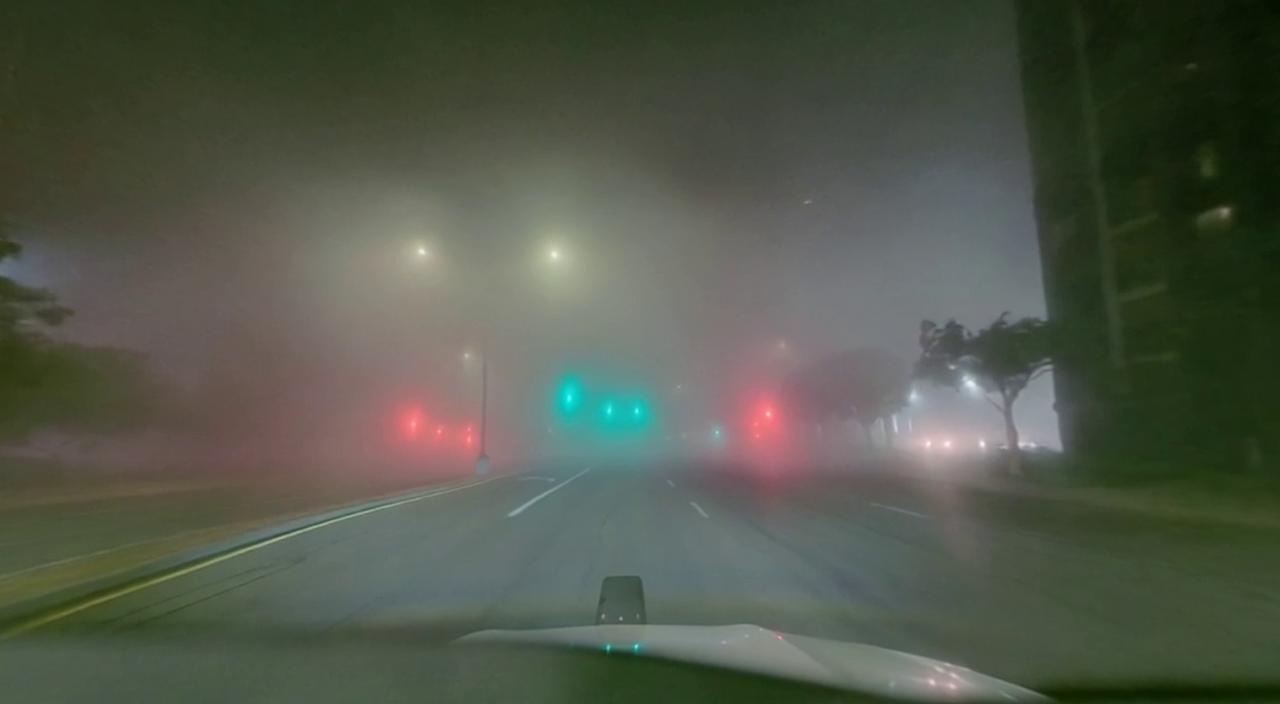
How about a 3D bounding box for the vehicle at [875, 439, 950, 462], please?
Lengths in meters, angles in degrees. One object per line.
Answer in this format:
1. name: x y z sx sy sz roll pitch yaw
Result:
1. vehicle: 19.131 6.912 44.418 4.376 1.483 1.828 -8 -12 44
